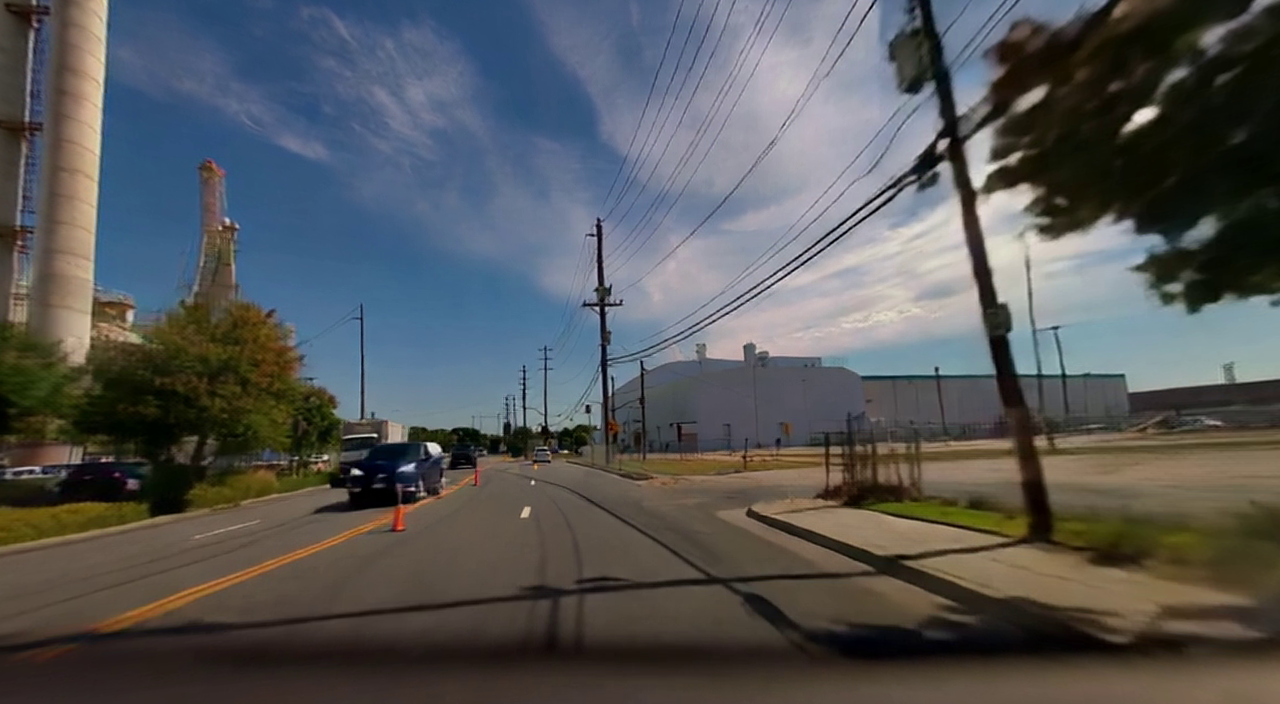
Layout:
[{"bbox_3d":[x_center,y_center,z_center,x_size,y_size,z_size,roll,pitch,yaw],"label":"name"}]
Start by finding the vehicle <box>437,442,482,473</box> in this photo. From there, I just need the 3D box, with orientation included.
[{"bbox_3d":[-11.215,6.570,39.604,2.282,1.809,5.297,2,-9,-12],"label":"vehicle"}]

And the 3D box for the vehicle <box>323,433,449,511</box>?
[{"bbox_3d":[-6.594,3.122,17.024,2.079,1.770,4.684,1,-9,-9],"label":"vehicle"}]

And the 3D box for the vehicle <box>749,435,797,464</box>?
[{"bbox_3d":[7.274,5.396,34.939,1.829,1.487,4.352,0,-8,2],"label":"vehicle"}]
